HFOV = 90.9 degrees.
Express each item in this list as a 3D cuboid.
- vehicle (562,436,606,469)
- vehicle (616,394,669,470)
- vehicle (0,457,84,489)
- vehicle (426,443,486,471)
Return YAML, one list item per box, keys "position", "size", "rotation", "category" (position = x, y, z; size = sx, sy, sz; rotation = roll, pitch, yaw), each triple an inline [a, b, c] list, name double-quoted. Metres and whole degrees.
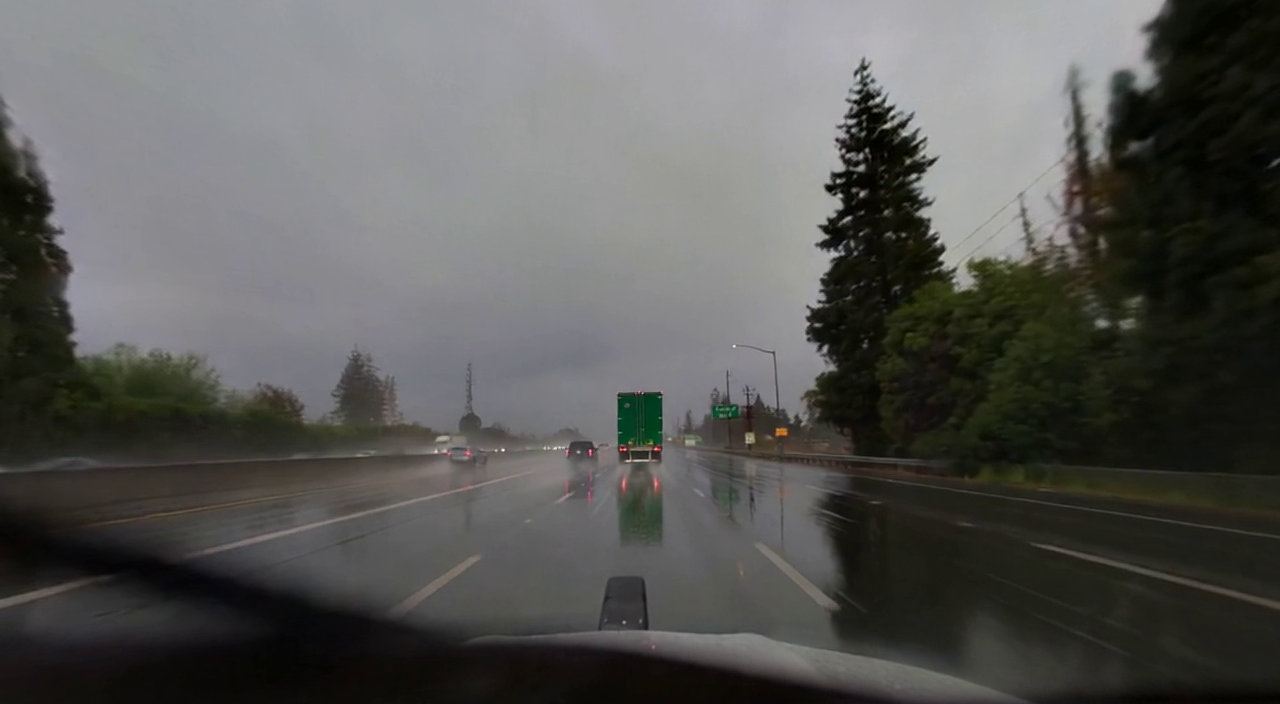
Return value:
- position: [-3.422, 6.268, 39.727]
  size: [2.293, 1.923, 5.141]
  rotation: [0, -8, 0]
  category: "vehicle"
- position: [0.193, 5.297, 40.856]
  size: [2.879, 4.085, 13.125]
  rotation: [0, -8, 0]
  category: "vehicle"
- position: [-31.687, 6.147, 32.305]
  size: [2.124, 1.463, 4.754]
  rotation: [0, -8, -1]
  category: "vehicle"
- position: [-10.632, 6.085, 36.900]
  size: [2.012, 1.509, 4.789]
  rotation: [0, -8, 1]
  category: "vehicle"
